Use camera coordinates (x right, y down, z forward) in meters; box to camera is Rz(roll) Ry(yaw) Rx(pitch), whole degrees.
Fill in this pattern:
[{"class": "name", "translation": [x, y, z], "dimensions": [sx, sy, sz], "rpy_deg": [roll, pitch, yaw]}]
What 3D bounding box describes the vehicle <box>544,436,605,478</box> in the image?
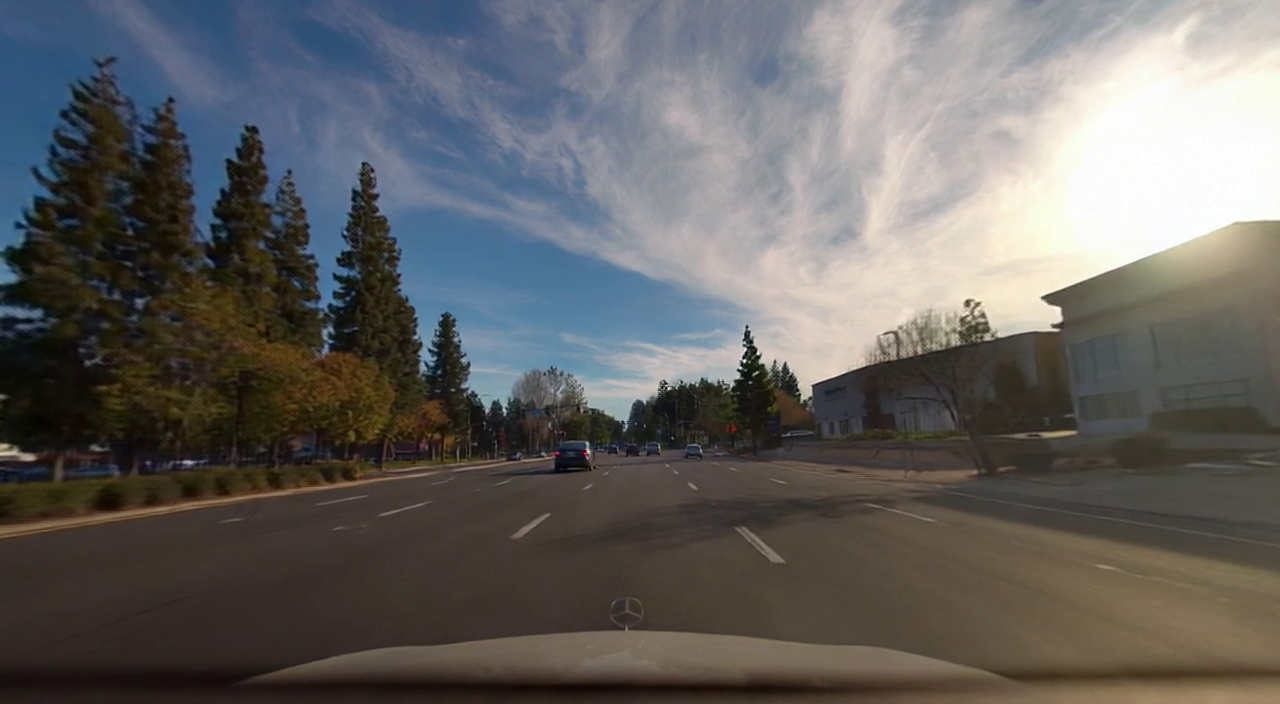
[{"class": "vehicle", "translation": [-2.744, 4.548, 27.652], "dimensions": [2.121, 1.656, 4.559], "rpy_deg": [0, -8, 1]}]
